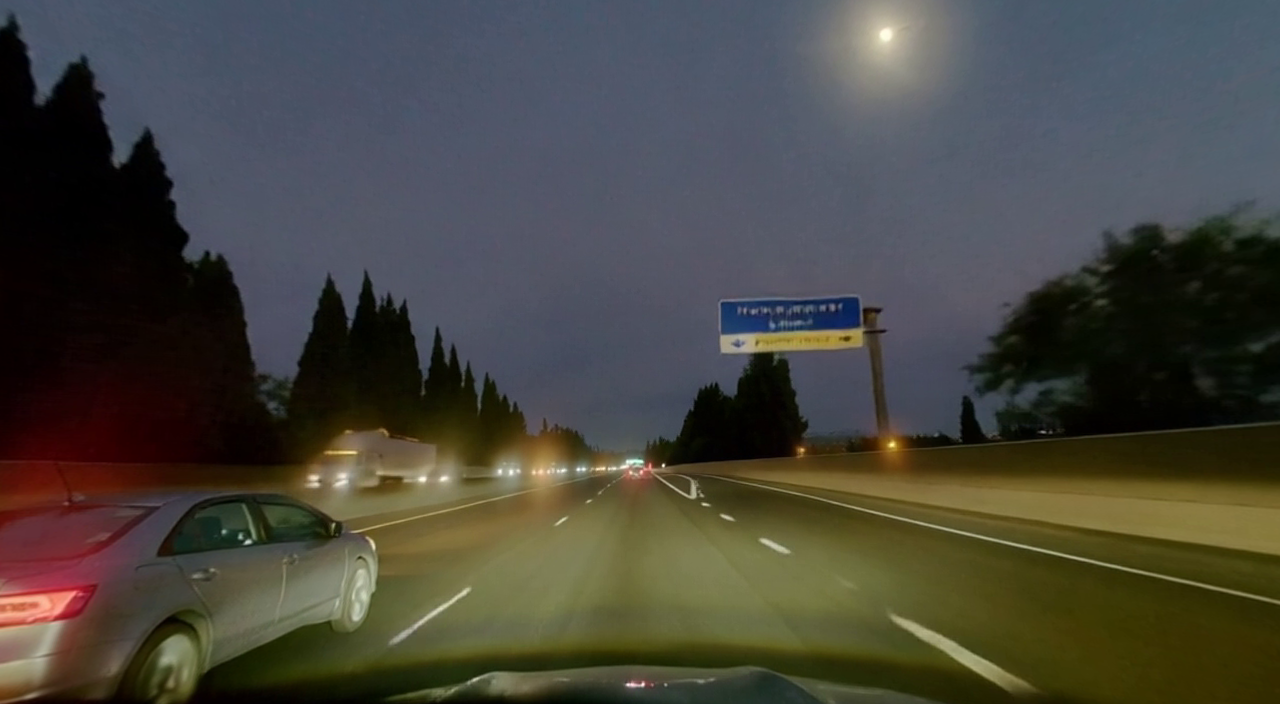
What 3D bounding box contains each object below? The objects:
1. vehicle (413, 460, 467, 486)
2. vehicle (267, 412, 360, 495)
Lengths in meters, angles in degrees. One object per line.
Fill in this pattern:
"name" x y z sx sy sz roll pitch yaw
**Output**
"vehicle" -12.526 7.635 39.744 1.901 1.489 4.490 1 -10 1
"vehicle" -17.106 5.377 33.269 2.962 4.065 3.028 1 -10 -1
